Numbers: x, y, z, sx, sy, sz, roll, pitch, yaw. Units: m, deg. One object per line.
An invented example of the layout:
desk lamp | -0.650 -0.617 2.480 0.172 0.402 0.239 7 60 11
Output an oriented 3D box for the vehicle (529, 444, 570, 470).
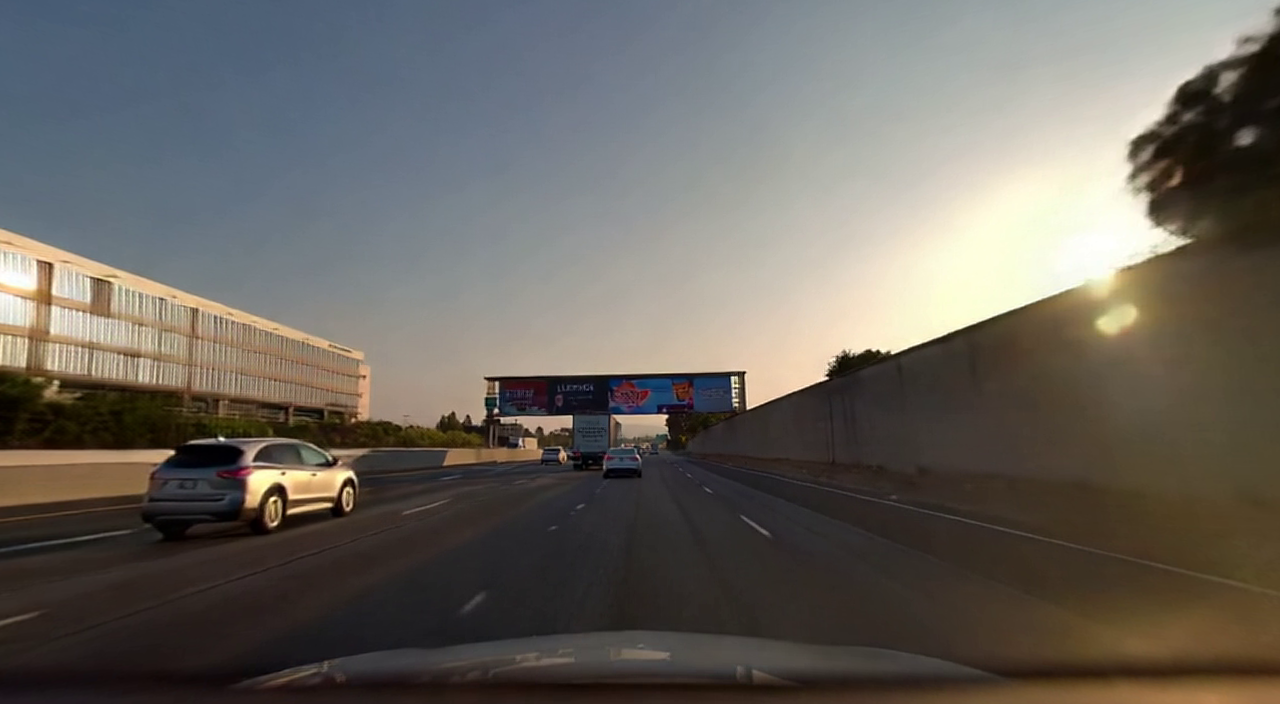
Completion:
vehicle | -6.256 7.338 44.283 2.124 1.674 4.541 0 -9 1

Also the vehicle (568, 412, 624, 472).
vehicle | -2.646 5.887 40.827 2.794 3.460 8.595 0 -9 1

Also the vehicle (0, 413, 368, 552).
vehicle | -6.999 2.067 10.675 2.401 1.759 5.126 0 -9 1

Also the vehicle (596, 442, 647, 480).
vehicle | -0.815 4.897 28.483 2.168 1.597 3.615 0 -9 -1
